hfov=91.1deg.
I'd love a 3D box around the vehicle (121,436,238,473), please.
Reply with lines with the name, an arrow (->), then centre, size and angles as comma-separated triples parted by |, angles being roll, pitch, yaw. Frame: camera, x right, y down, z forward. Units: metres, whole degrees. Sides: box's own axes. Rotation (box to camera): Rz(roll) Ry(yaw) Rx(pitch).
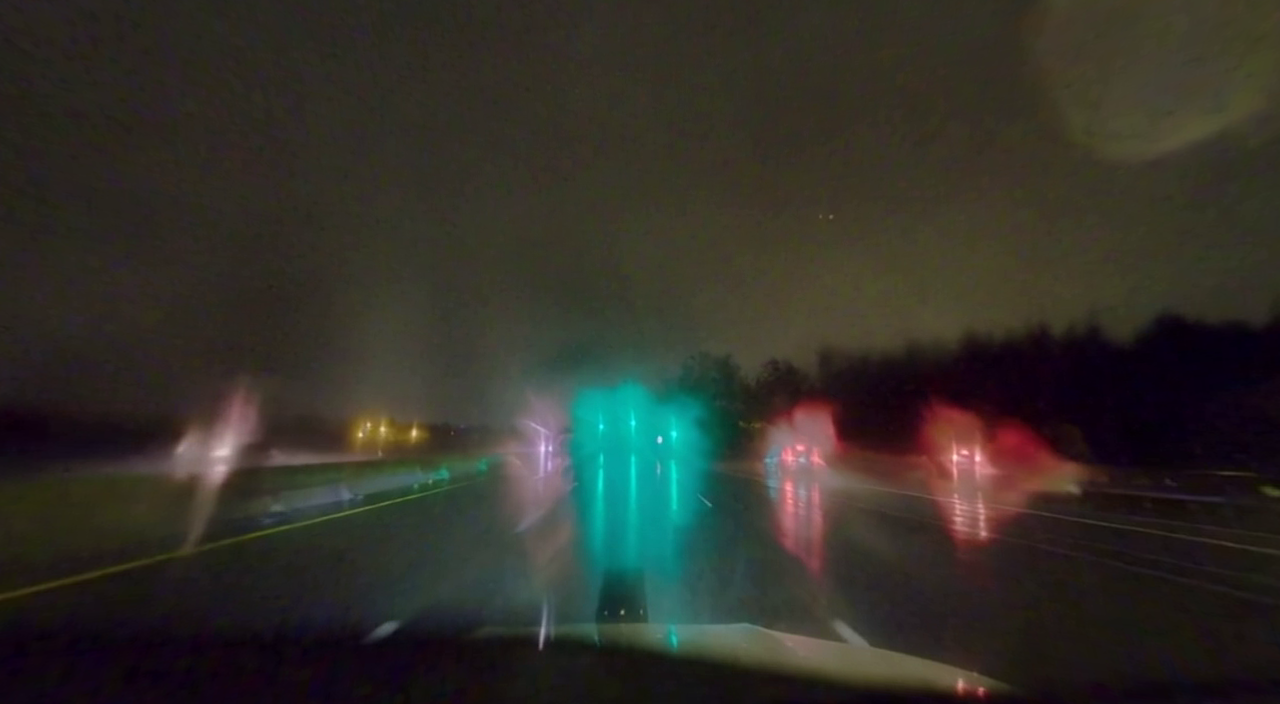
vehicle -> -20.387, 4.562, 28.085 | 1.874, 1.478, 4.507 | 0, -8, -1
